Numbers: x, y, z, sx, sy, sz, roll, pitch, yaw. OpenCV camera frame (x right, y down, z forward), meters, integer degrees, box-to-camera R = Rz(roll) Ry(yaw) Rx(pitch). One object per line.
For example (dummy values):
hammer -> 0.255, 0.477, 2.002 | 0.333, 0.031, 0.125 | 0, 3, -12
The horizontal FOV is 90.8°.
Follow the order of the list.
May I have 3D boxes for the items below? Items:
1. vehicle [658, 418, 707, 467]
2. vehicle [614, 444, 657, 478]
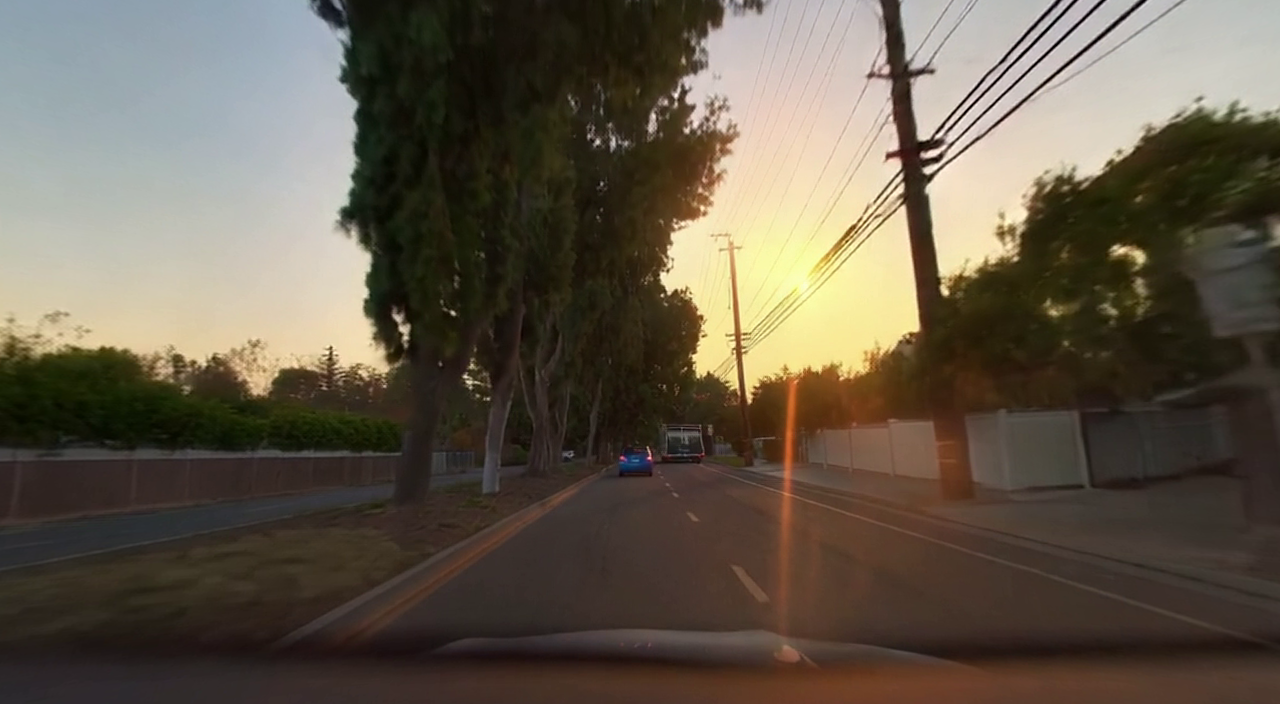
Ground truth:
vehicle -> 3.022, 7.039, 48.894 | 2.789, 3.285, 12.428 | 0, -8, -1
vehicle -> -0.197, 5.346, 31.267 | 2.018, 1.511, 3.993 | 0, -8, 0
